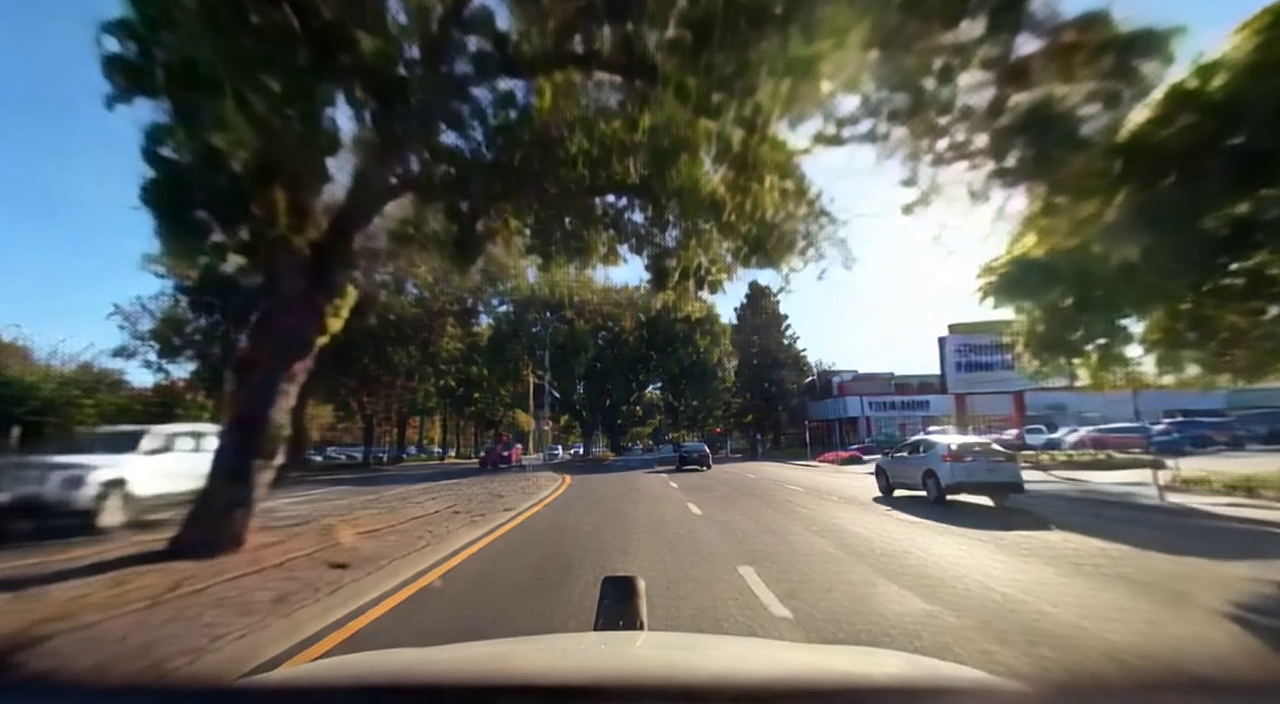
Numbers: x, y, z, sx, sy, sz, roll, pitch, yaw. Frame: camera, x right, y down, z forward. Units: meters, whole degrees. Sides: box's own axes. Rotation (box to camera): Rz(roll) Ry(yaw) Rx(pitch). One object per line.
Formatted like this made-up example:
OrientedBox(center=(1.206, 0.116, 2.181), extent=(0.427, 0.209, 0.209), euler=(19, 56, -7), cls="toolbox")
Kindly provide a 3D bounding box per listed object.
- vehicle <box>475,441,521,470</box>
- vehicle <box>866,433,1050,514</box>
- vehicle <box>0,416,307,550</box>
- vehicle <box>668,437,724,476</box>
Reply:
OrientedBox(center=(-9.560, 6.994, 42.801), extent=(2.118, 1.838, 4.737), euler=(0, -9, -1), cls="vehicle")
OrientedBox(center=(6.831, 2.636, 14.127), extent=(1.886, 1.528, 4.169), euler=(0, -9, -1), cls="vehicle")
OrientedBox(center=(-9.063, 2.342, 12.072), extent=(2.234, 1.922, 5.699), euler=(0, -9, 0), cls="vehicle")
OrientedBox(center=(2.558, 4.897, 29.716), extent=(2.161, 1.676, 4.151), euler=(1, -9, -2), cls="vehicle")
